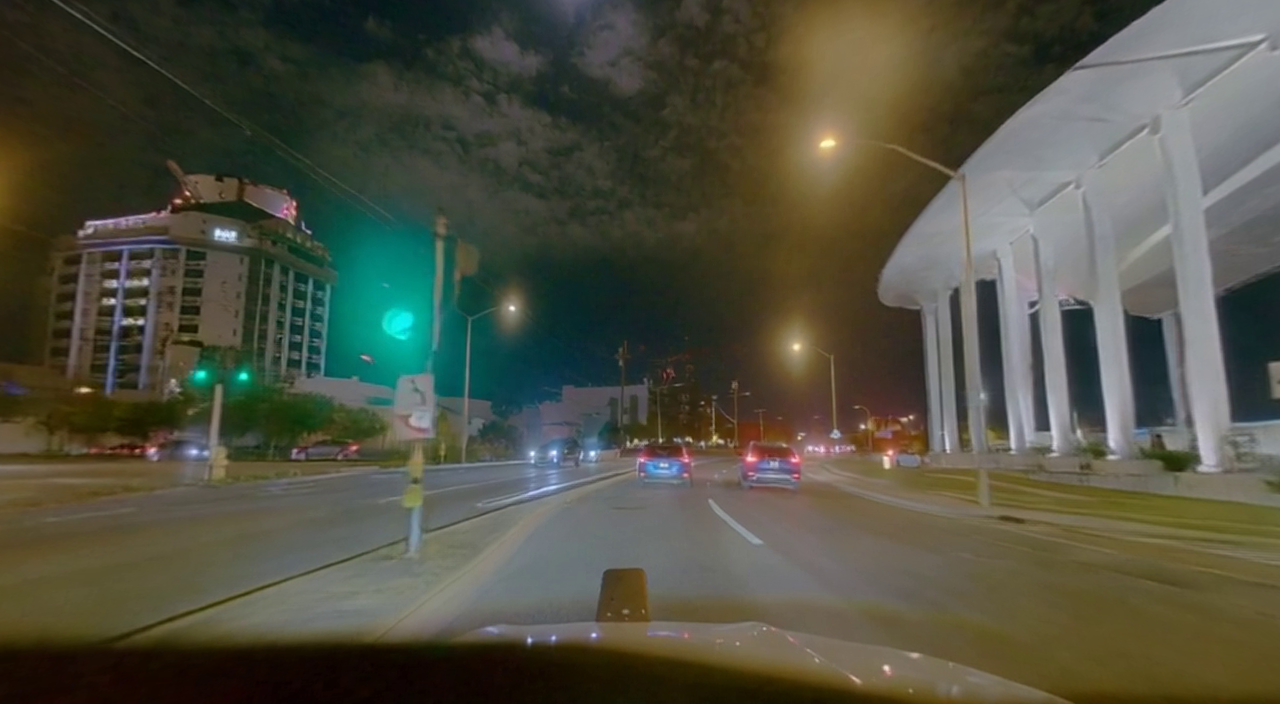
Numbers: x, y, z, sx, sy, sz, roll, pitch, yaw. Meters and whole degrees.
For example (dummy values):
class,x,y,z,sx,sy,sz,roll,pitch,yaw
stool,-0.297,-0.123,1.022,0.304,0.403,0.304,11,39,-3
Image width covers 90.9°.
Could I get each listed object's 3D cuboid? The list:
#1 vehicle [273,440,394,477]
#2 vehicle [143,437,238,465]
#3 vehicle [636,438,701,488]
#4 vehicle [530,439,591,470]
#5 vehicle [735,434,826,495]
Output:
class,x,y,z,sx,sy,sz,roll,pitch,yaw
vehicle,-13.292,4.633,27.601,4.351,1.490,2.012,2,-9,-13
vehicle,-29.896,6.611,42.085,1.951,1.743,4.619,-5,-10,29
vehicle,1.099,3.934,22.669,2.132,1.632,3.889,-1,-9,5
vehicle,-4.803,6.327,38.989,2.254,1.789,4.736,-2,-9,13
vehicle,4.535,3.708,21.231,2.320,1.772,4.872,0,-9,5
